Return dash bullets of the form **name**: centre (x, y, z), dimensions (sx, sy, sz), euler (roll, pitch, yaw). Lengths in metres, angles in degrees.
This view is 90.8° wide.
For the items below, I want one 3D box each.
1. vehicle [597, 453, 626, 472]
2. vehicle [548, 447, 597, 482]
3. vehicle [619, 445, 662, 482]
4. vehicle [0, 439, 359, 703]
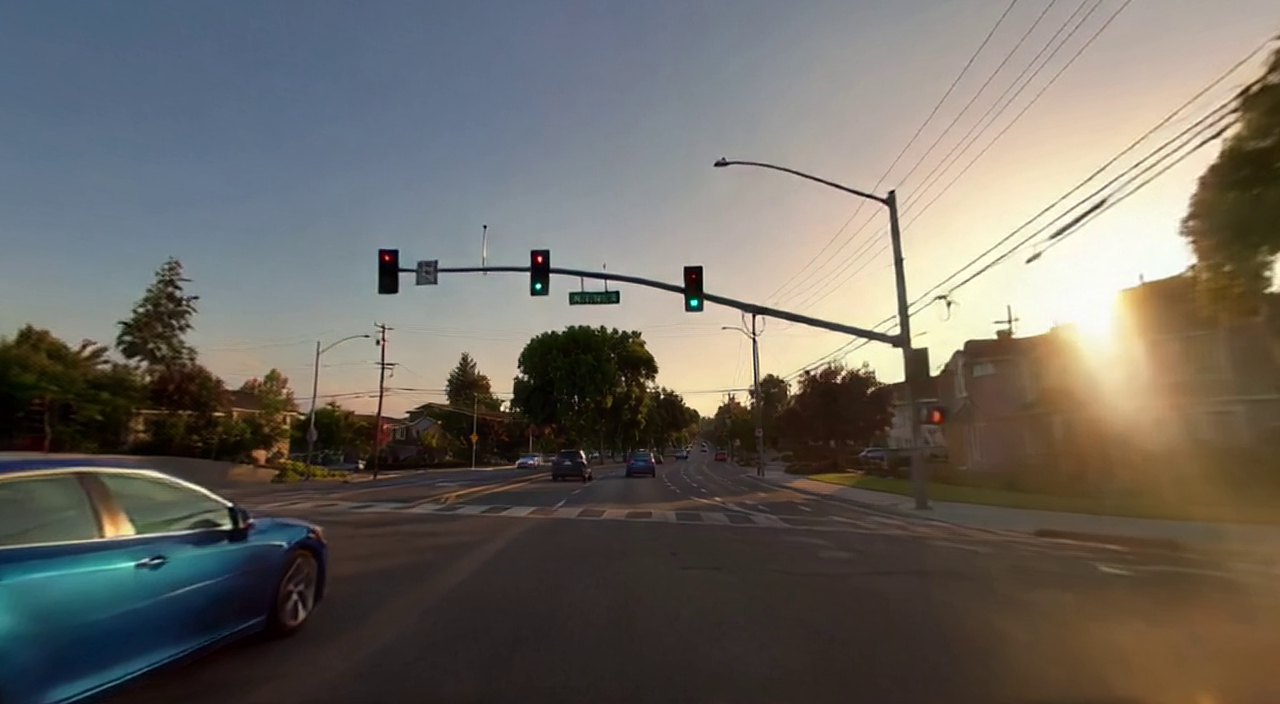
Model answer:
- **vehicle**: centre (-2.192, 8.693, 49.853), dimensions (1.863, 1.449, 4.153), euler (0, -9, 4)
- **vehicle**: centre (-3.427, 5.811, 32.988), dimensions (1.899, 1.685, 4.121), euler (0, -9, 3)
- **vehicle**: centre (0.112, 5.967, 34.149), dimensions (2.155, 1.836, 4.250), euler (0, -9, 2)
- **vehicle**: centre (-3.570, 1.215, 3.578), dimensions (1.901, 1.409, 4.442), euler (0, -9, 0)
